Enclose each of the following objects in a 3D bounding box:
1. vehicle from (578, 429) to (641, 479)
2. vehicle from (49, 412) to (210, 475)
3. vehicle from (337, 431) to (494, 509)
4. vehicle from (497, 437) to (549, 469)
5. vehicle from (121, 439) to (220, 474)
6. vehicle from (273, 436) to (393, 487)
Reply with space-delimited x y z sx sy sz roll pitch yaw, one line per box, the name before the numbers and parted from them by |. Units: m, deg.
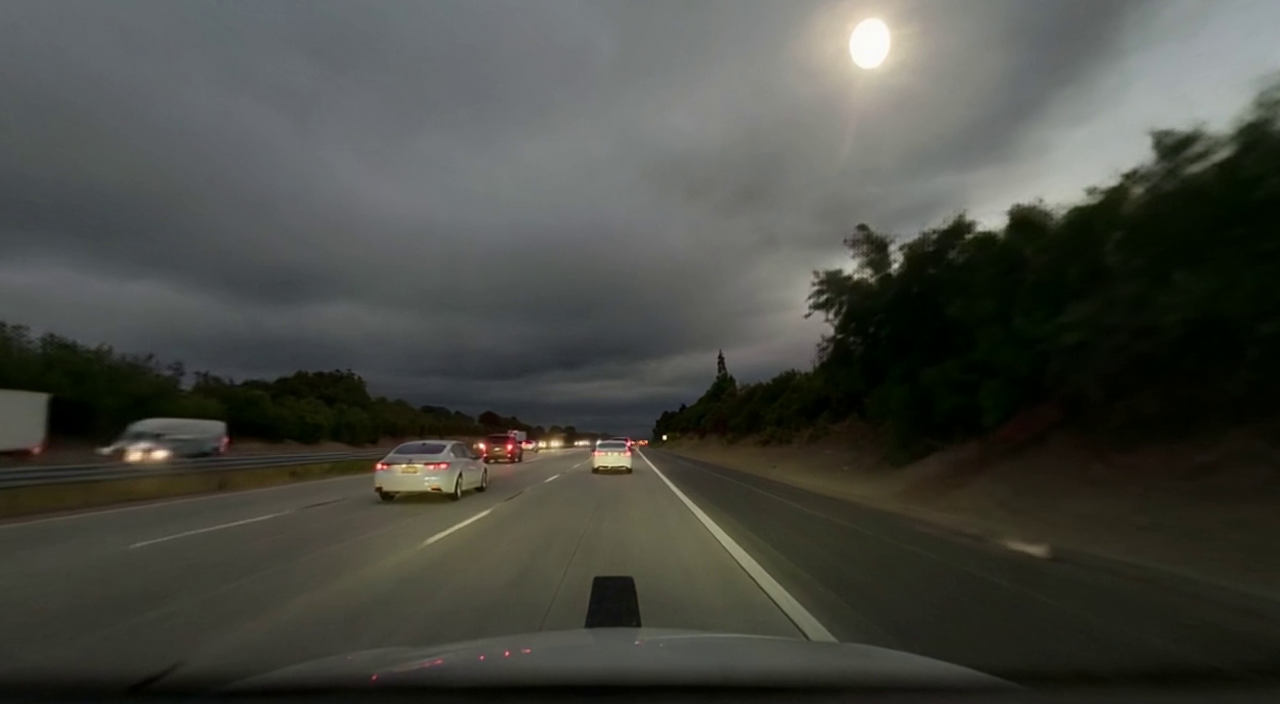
vehicle | -1.110 3.750 23.464 2.178 1.658 3.916 0 -8 -2
vehicle | -26.326 4.741 32.967 2.611 2.933 6.960 0 -8 -1
vehicle | -4.802 2.553 14.241 1.971 1.464 4.386 0 -8 0
vehicle | -5.611 4.877 30.580 1.835 1.432 3.835 0 -8 -1
vehicle | -22.080 4.879 29.760 1.759 1.510 3.857 0 -8 -2
vehicle | -9.522 3.384 19.890 1.850 1.439 3.932 0 -8 -1
